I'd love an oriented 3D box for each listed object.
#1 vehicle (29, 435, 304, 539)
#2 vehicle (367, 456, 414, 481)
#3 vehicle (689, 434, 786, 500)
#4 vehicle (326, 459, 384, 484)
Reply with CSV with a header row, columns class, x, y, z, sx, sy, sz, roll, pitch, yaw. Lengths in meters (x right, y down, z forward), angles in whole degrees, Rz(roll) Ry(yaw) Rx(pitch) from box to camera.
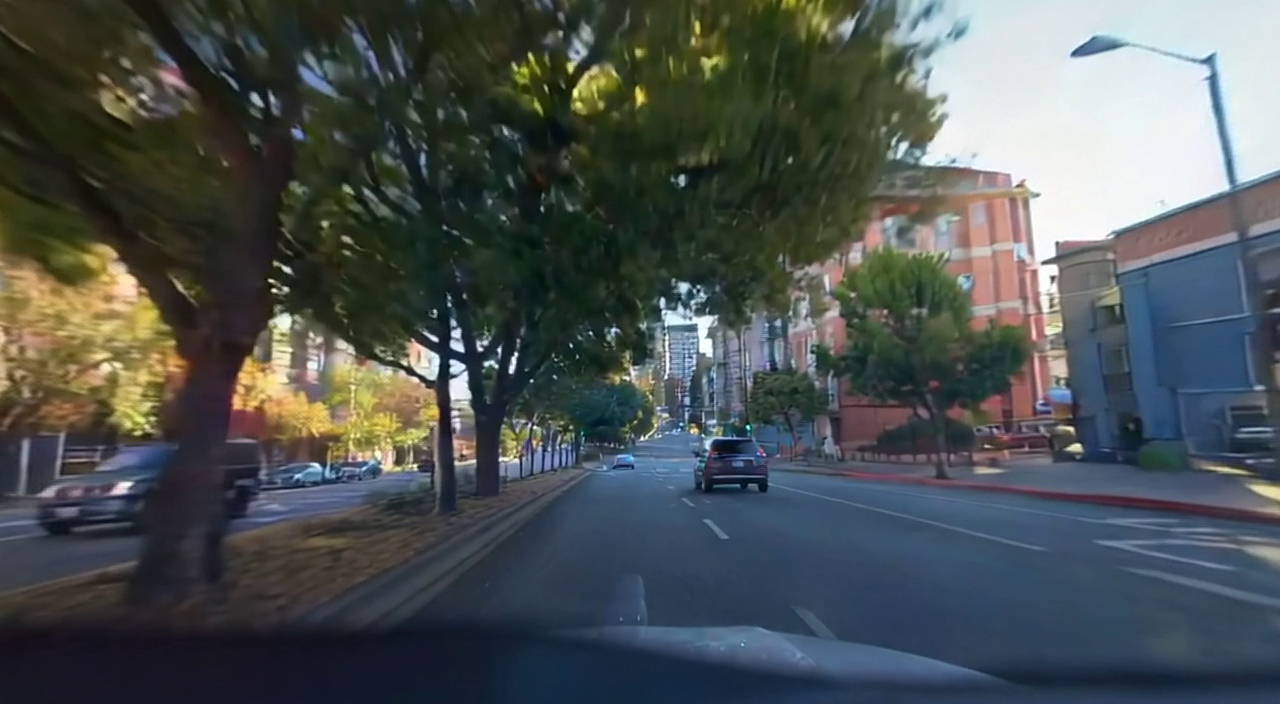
class,x,y,z,sx,sy,sz,roll,pitch,yaw
vehicle,-9.563,2.700,13.510,1.939,1.744,5.079,0,-8,0
vehicle,-19.236,8.963,48.884,1.880,1.725,4.509,0,-8,-1
vehicle,2.972,3.622,20.438,2.129,1.844,4.767,0,-8,-3
vehicle,-19.167,8.028,42.710,1.812,1.482,4.512,0,-8,0
